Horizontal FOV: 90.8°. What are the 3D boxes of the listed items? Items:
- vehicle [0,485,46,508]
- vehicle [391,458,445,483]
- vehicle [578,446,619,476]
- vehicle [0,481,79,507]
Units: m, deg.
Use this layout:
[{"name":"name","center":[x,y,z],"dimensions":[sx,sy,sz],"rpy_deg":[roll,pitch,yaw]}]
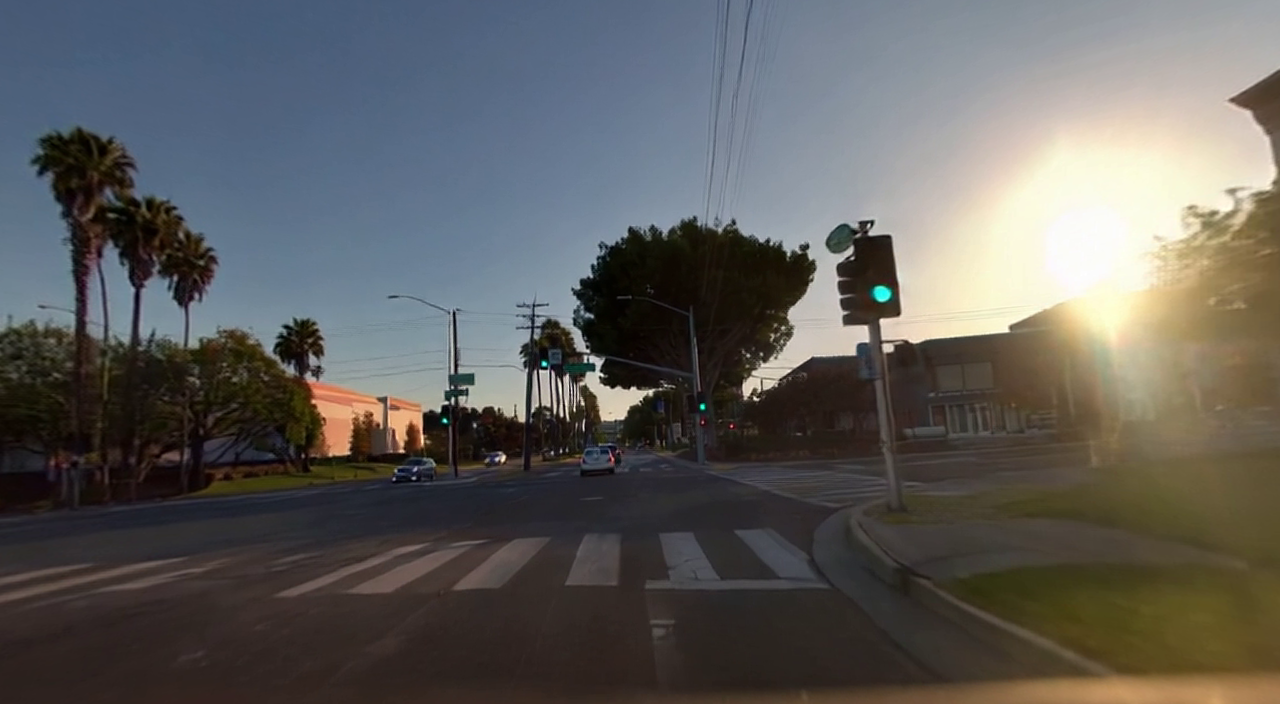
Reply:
[{"name":"vehicle","center":[-39.309,9.017,38.948],"dimensions":[3.685,1.183,1.680],"rpy_deg":[-5,-9,-1]},{"name":"vehicle","center":[-14.586,7.811,41.802],"dimensions":[1.997,1.480,4.715],"rpy_deg":[0,-9,-1]},{"name":"vehicle","center":[-2.206,5.891,34.414],"dimensions":[2.063,1.474,4.334],"rpy_deg":[0,-9,-2]},{"name":"vehicle","center":[-39.744,9.355,41.802],"dimensions":[3.522,1.412,1.580],"rpy_deg":[3,-10,2]}]
